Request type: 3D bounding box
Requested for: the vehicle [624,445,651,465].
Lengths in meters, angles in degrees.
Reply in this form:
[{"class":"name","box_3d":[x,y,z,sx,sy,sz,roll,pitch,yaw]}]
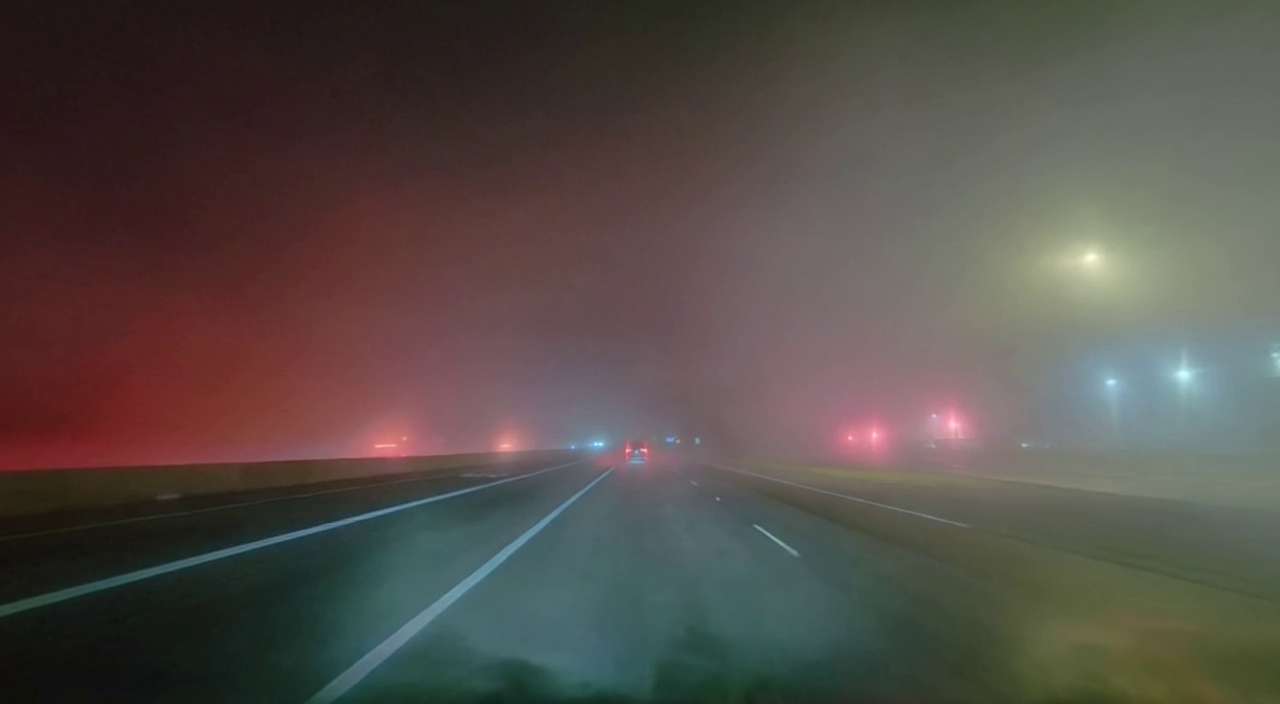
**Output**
[{"class":"vehicle","box_3d":[-0.199,7.885,48.544,2.025,1.460,4.189,0,-9,-1]}]
